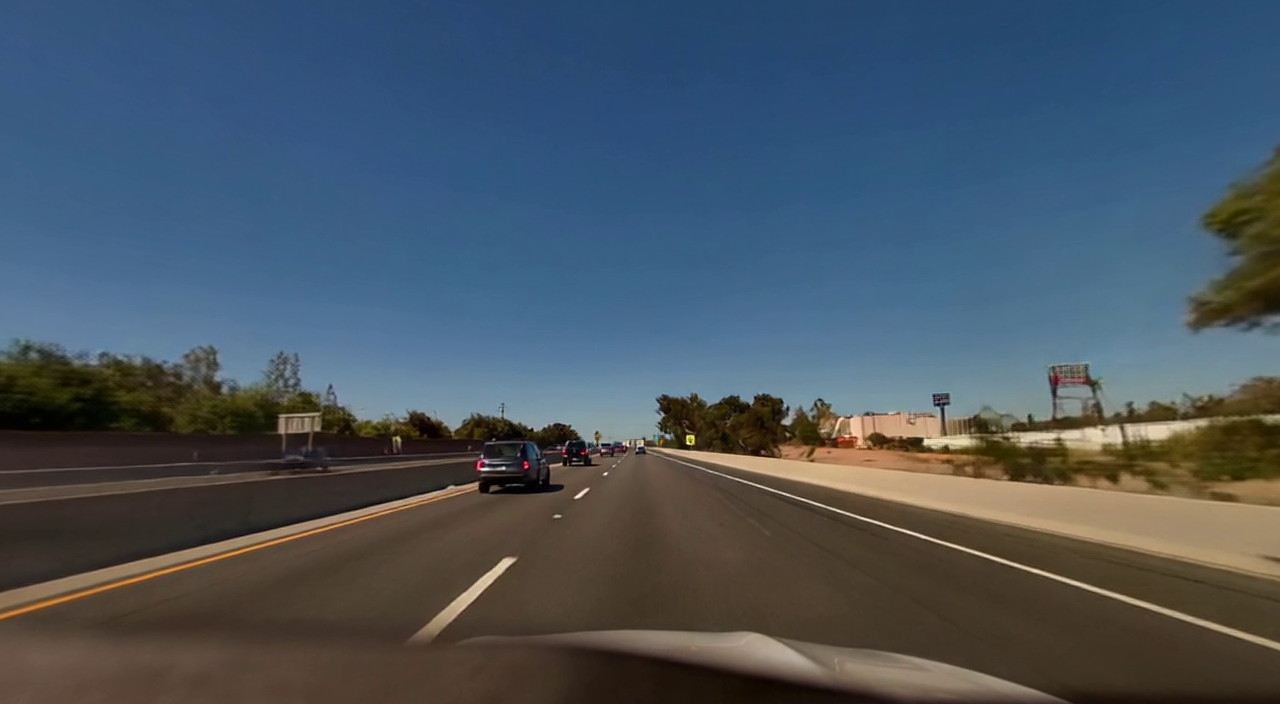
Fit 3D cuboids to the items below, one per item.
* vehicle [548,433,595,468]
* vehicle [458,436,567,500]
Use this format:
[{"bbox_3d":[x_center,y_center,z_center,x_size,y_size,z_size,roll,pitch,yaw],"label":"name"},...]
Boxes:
[{"bbox_3d":[-3.894,5.712,36.498,2.177,1.852,4.427,0,-9,1],"label":"vehicle"},{"bbox_3d":[-3.377,3.185,17.682,2.044,1.527,4.607,0,-9,0],"label":"vehicle"}]
